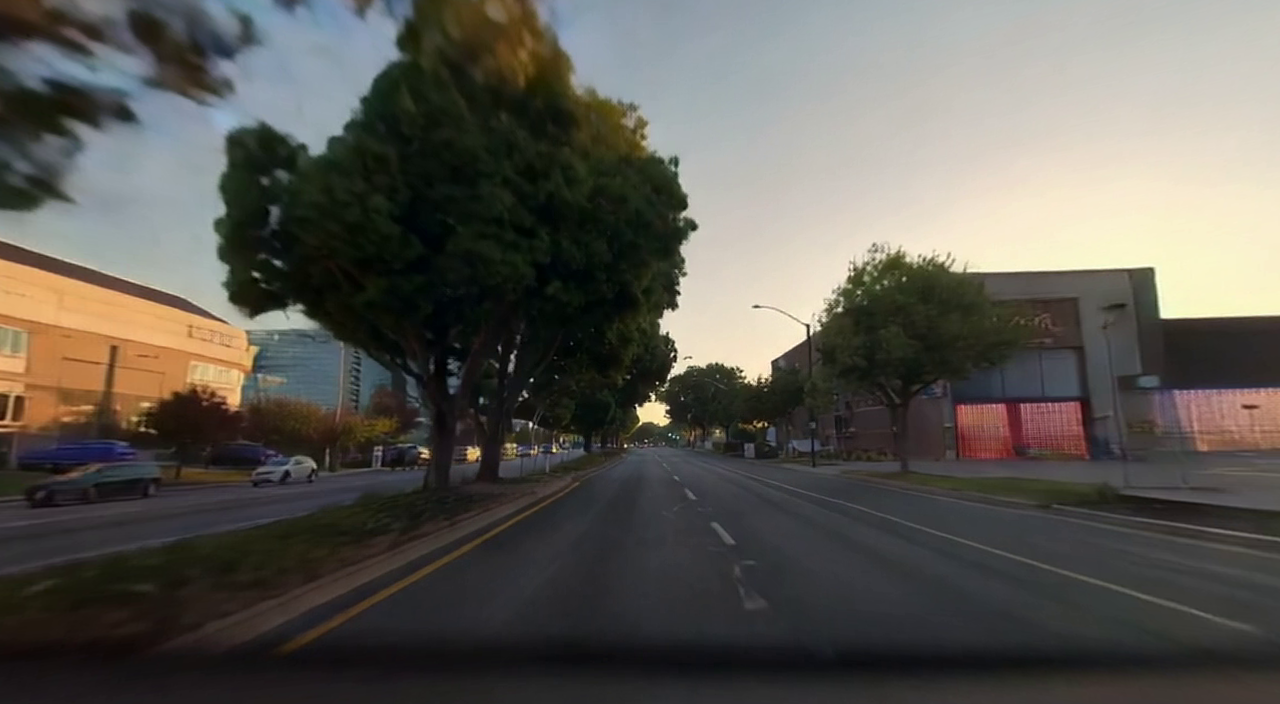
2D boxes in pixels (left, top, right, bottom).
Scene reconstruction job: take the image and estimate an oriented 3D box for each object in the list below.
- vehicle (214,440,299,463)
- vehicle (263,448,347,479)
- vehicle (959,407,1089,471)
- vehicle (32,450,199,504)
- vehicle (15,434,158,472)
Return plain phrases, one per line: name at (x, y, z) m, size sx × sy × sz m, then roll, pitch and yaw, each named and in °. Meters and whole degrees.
vehicle at (-27.655, 7.190, 45.383) m, size 4.643 × 1.614 × 2.169 m, roll 0°, pitch -9°, yaw 1°
vehicle at (-19.013, 6.301, 35.897) m, size 2.071 × 1.595 × 4.822 m, roll 0°, pitch -9°, yaw 1°
vehicle at (21.836, 5.065, 36.291) m, size 2.977 × 3.311 × 6.892 m, roll 0°, pitch -9°, yaw -1°
vehicle at (-18.927, 4.486, 23.043) m, size 2.012 × 1.560 × 4.782 m, roll -1°, pitch -7°, yaw 0°
vehicle at (-26.661, 4.866, 30.402) m, size 4.667 × 1.728 × 2.276 m, roll 0°, pitch -8°, yaw -3°
